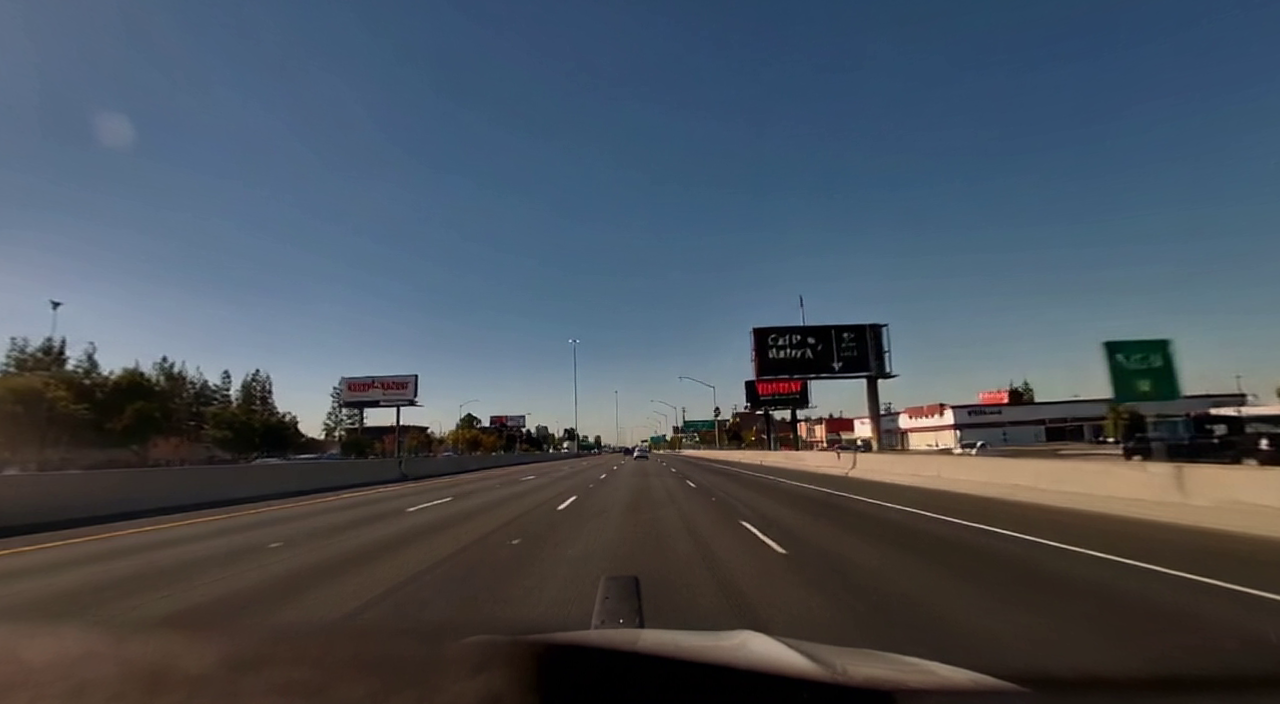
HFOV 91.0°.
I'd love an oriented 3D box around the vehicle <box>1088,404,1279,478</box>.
[{"bbox_3d":[37.723,5.965,42.151,2.952,4.134,16.694,-4,-9,-1],"label":"vehicle"}]
